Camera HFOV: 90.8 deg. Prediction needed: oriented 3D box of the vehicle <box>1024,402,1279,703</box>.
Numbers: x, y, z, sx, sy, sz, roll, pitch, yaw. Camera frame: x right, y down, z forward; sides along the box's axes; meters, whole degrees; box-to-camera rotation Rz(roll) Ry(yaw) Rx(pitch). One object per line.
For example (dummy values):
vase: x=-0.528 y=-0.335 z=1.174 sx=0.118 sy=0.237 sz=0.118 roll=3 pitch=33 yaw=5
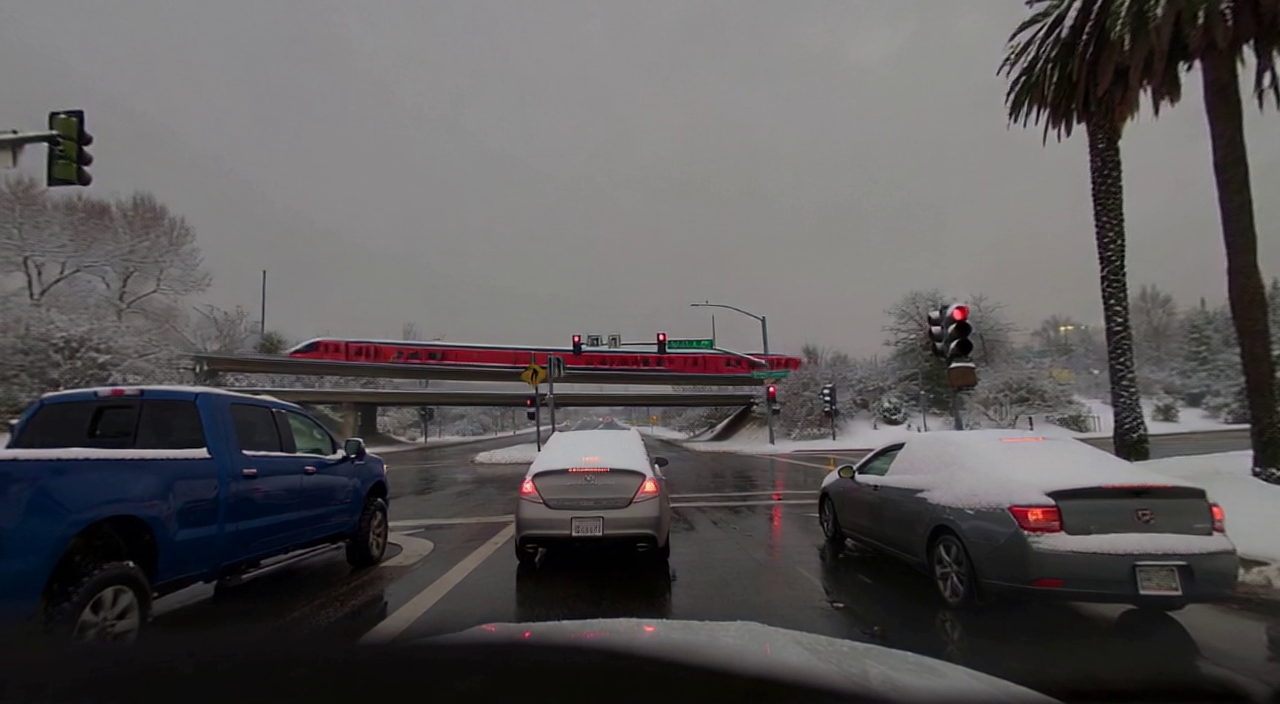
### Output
vehicle: x=3.872 y=0.900 z=2.297 sx=2.052 sy=1.496 sz=4.541 roll=0 pitch=-9 yaw=0

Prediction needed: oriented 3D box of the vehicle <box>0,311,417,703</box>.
vehicle: x=-3.793 y=1.114 z=5.050 sx=2.078 sy=1.838 sz=5.448 roll=0 pitch=-9 yaw=-1

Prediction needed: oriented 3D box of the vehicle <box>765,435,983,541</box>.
vehicle: x=3.704 y=2.223 z=11.069 sx=1.965 sy=1.448 sz=4.486 roll=0 pitch=-9 yaw=-2

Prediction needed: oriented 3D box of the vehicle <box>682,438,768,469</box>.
vehicle: x=4.217 y=5.140 z=32.082 sx=1.878 sy=1.428 sz=4.416 roll=5 pitch=-10 yaw=-33

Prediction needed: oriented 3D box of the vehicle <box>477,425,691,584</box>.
vehicle: x=-0.626 y=1.763 z=8.149 sx=2.035 sy=1.491 sz=4.090 roll=0 pitch=-9 yaw=-3
